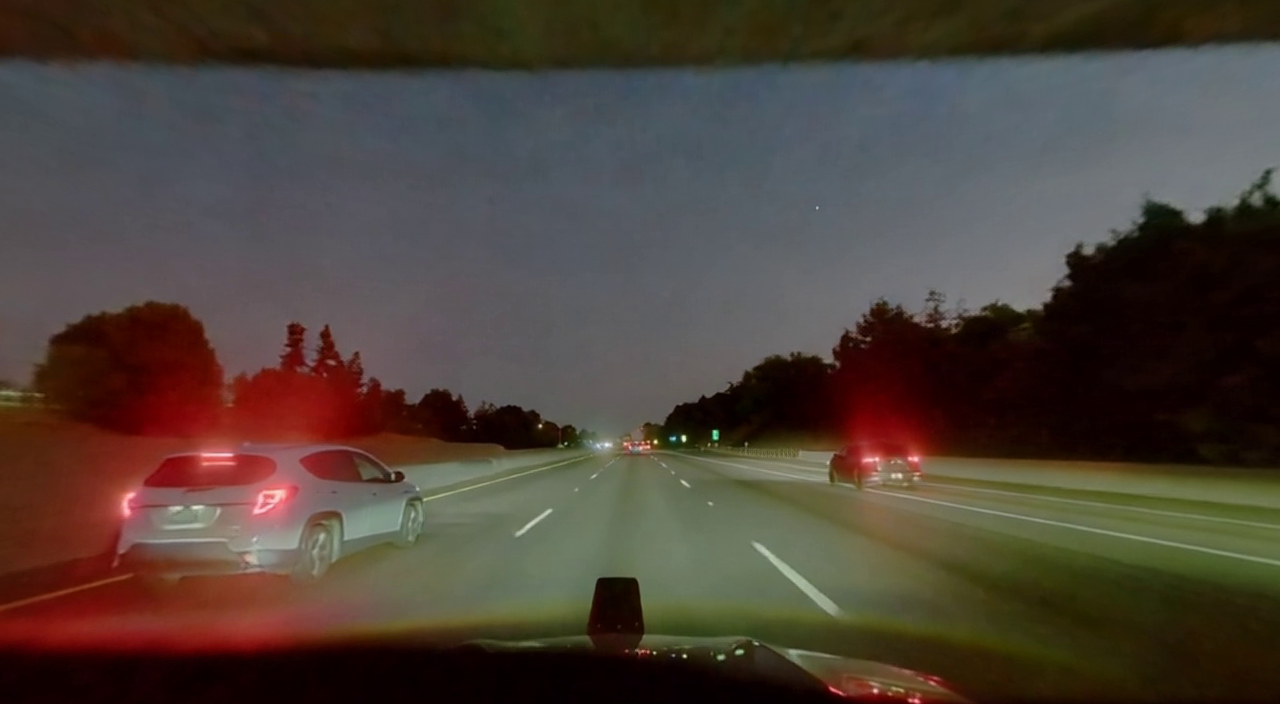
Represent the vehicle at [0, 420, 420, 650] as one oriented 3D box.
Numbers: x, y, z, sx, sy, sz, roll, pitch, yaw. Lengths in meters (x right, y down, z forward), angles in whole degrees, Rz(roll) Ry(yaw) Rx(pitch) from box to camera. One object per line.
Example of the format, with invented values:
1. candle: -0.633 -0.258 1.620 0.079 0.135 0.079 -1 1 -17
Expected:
1. vehicle: -4.077 1.571 6.509 2.050 1.547 4.266 0 -9 0
